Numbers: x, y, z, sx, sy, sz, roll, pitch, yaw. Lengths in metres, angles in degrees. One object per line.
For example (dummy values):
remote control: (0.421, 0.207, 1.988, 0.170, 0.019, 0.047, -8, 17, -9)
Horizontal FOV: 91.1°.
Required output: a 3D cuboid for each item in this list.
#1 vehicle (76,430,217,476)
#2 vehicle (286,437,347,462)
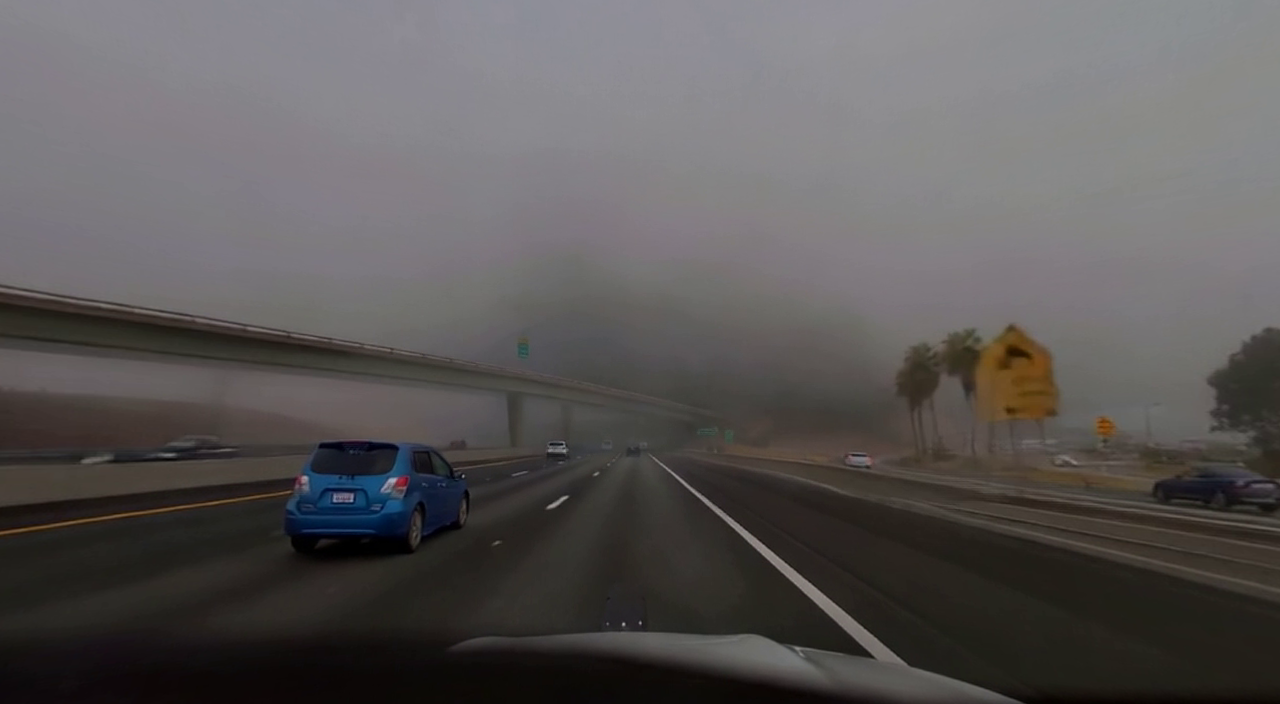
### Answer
vehicle: (-20.328, 4.185, 26.191, 2.189, 1.709, 4.513, 0, -8, -1)
vehicle: (-23.357, 7.071, 45.517, 1.975, 1.727, 4.439, 0, -8, 1)
